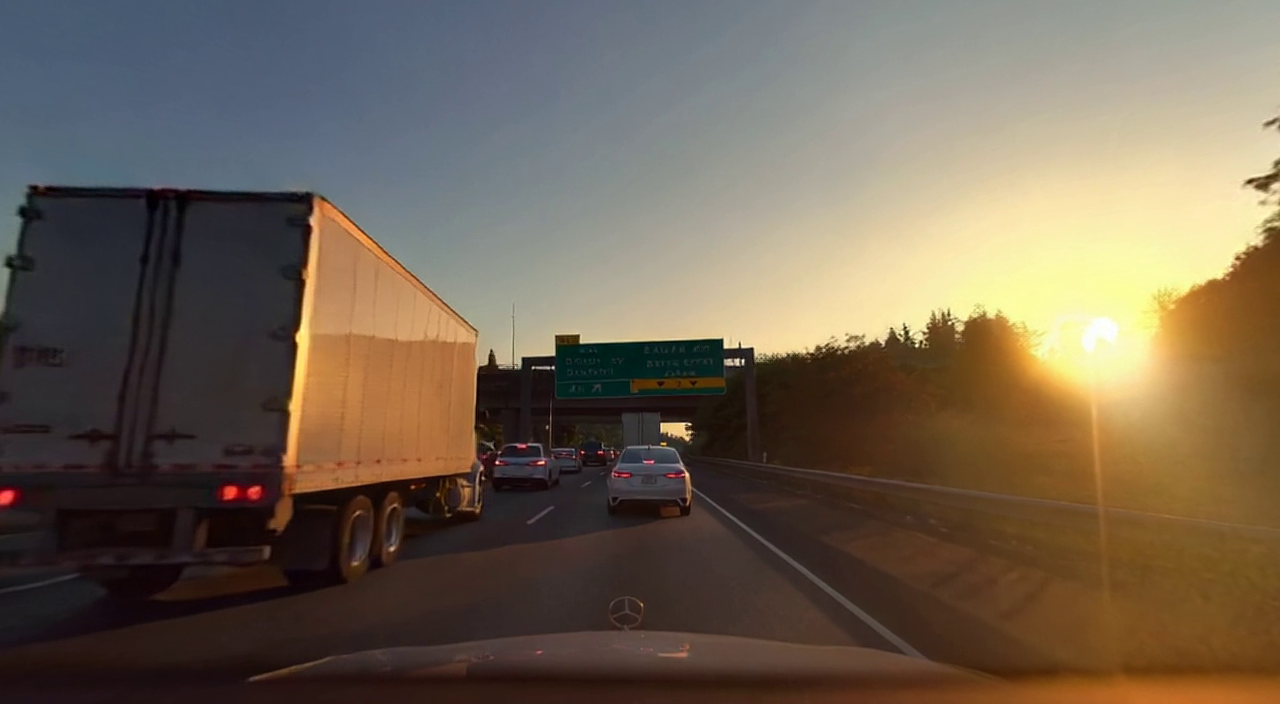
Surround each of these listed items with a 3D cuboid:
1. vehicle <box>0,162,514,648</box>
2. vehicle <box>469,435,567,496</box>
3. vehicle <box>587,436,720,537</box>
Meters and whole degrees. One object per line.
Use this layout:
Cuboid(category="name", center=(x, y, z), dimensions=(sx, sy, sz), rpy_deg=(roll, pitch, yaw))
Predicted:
Cuboid(category="vehicle", center=(-3.895, 0.872, 8.131), dimensions=(2.832, 3.293, 7.782), rpy_deg=(0, -9, 1))
Cuboid(category="vehicle", center=(-3.637, 3.479, 19.627), dimensions=(2.165, 1.638, 4.317), rpy_deg=(0, -9, 0))
Cuboid(category="vehicle", center=(0.178, 2.293, 11.232), dimensions=(1.995, 1.495, 3.380), rpy_deg=(0, -9, -1))
